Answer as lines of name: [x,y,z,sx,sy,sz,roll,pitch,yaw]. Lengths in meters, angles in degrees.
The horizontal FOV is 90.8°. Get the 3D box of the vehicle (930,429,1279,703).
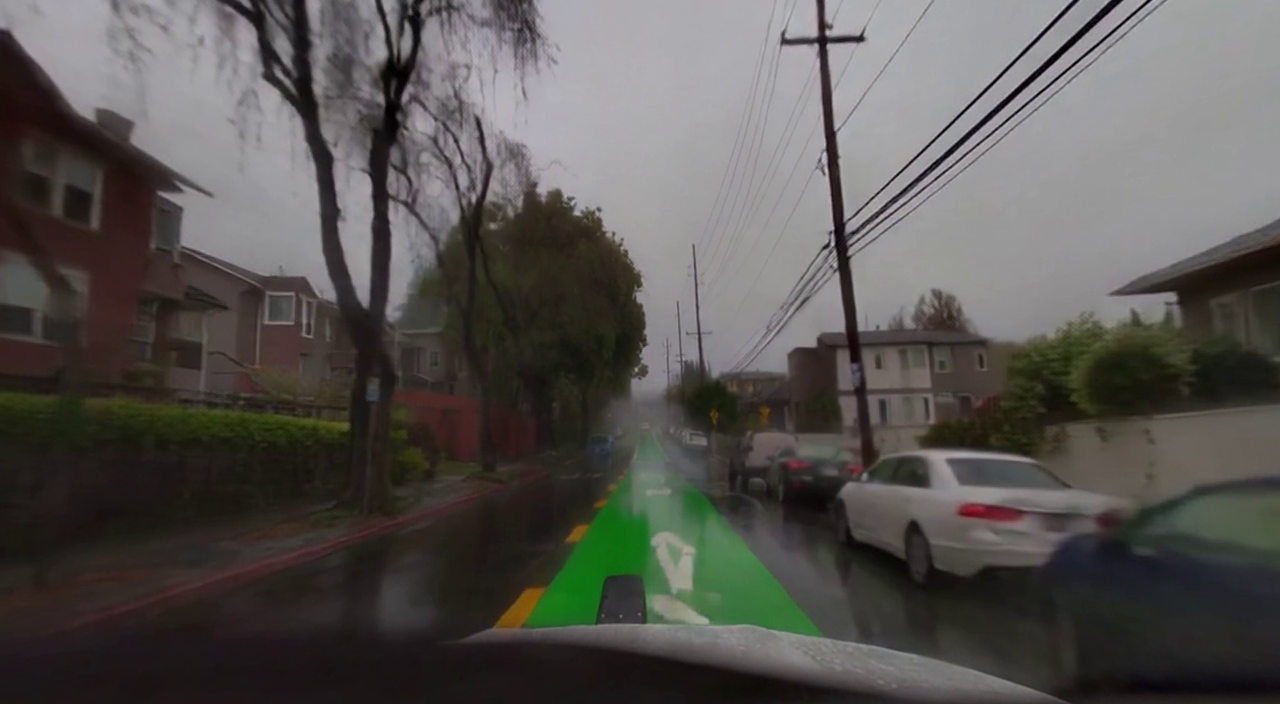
vehicle: [3.376,1.074,2.558,2.235,1.500,4.496,0,-9,0]

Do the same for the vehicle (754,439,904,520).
vehicle: [3.965,2.747,14.103,1.981,1.512,4.144,0,-9,-1]
